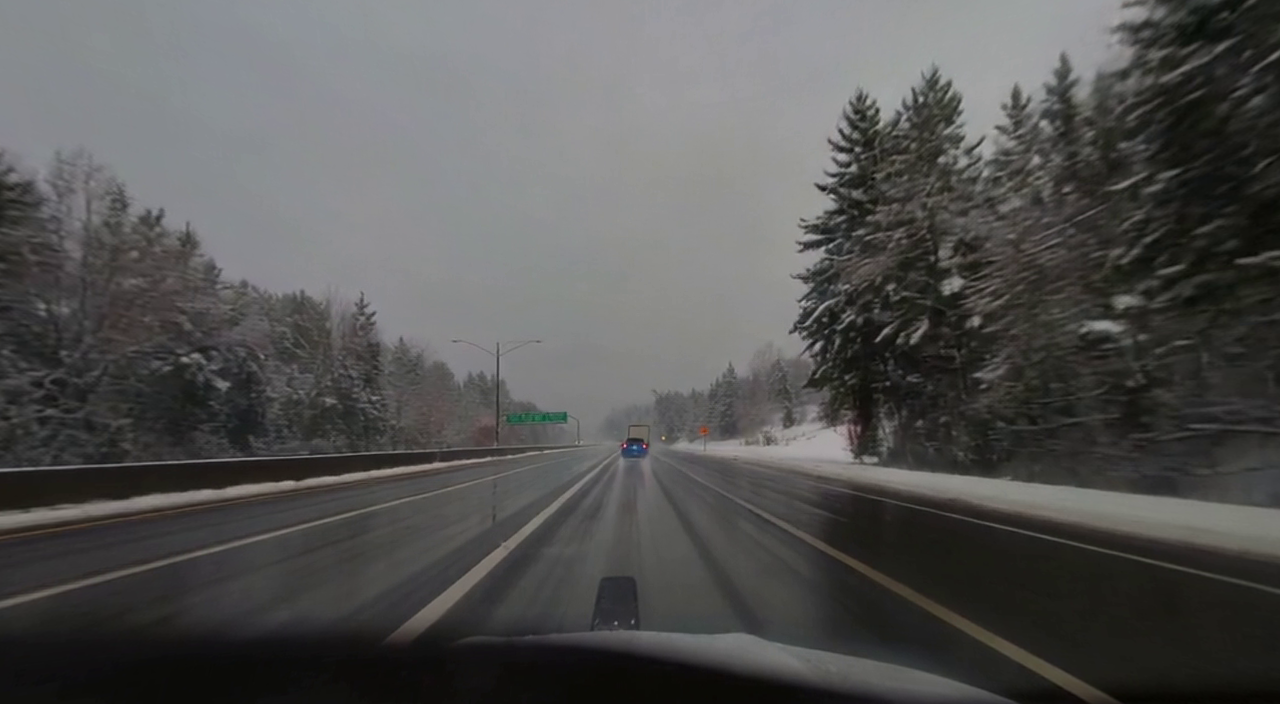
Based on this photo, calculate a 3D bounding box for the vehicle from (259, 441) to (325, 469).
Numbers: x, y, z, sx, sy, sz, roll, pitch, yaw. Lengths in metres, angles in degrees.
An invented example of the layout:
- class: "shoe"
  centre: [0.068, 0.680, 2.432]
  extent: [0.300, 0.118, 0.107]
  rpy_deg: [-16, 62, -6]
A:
- class: "vehicle"
  centre: [-22.729, 6.739, 41.271]
  extent: [1.892, 1.697, 4.297]
  rpy_deg: [-1, -8, -1]

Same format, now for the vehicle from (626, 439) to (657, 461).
- class: "vehicle"
  centre: [0.076, 6.881, 44.281]
  extent: [2.028, 1.440, 3.690]
  rpy_deg: [0, -8, -1]
